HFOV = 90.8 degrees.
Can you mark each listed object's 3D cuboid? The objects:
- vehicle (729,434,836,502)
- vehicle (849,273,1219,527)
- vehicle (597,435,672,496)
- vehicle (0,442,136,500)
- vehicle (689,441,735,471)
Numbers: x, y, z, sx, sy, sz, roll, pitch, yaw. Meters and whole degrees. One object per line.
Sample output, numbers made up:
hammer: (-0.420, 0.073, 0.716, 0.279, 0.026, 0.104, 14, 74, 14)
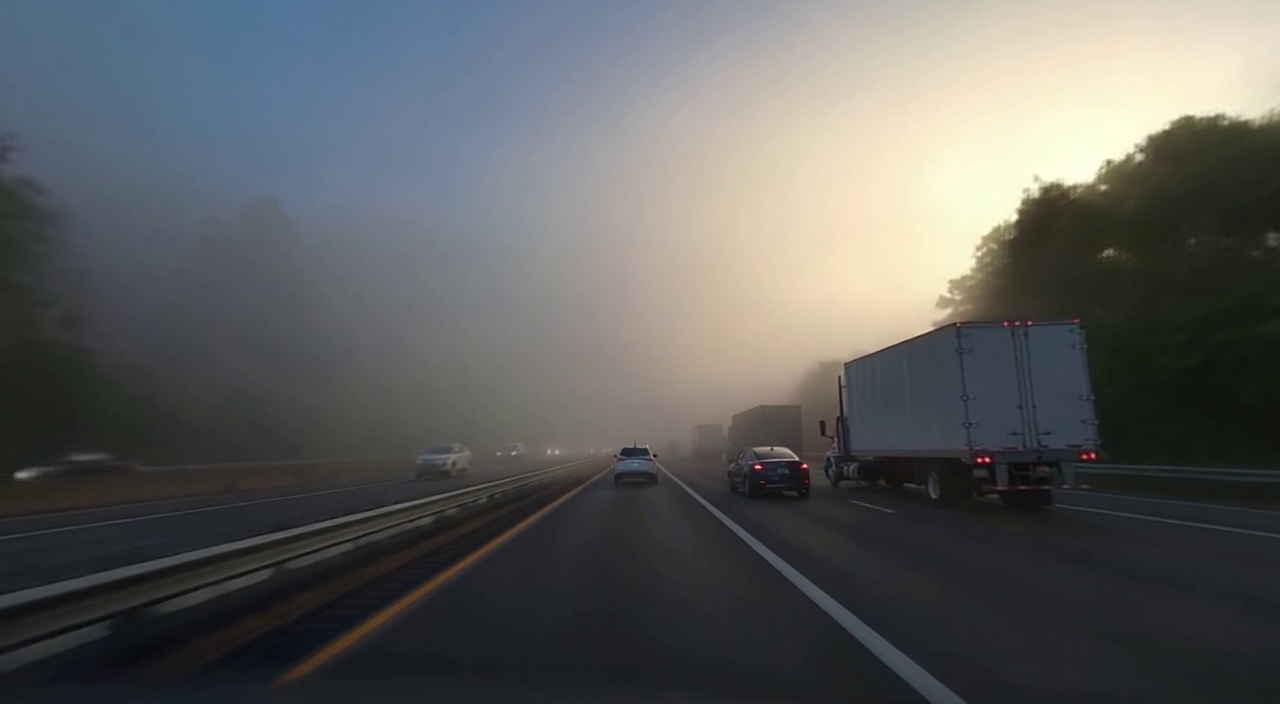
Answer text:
vehicle: (3.686, 3.078, 17.021, 1.920, 1.594, 3.867, 0, -9, -1)
vehicle: (7.615, 1.366, 14.324, 2.823, 4.063, 8.485, 0, -9, 0)
vehicle: (-0.136, 3.349, 18.842, 2.023, 1.618, 3.628, 0, -9, 0)
vehicle: (-19.564, 3.829, 20.649, 2.139, 1.674, 4.733, 0, -9, 1)
vehicle: (4.185, 6.086, 37.148, 2.150, 1.632, 4.260, 0, -9, -1)
